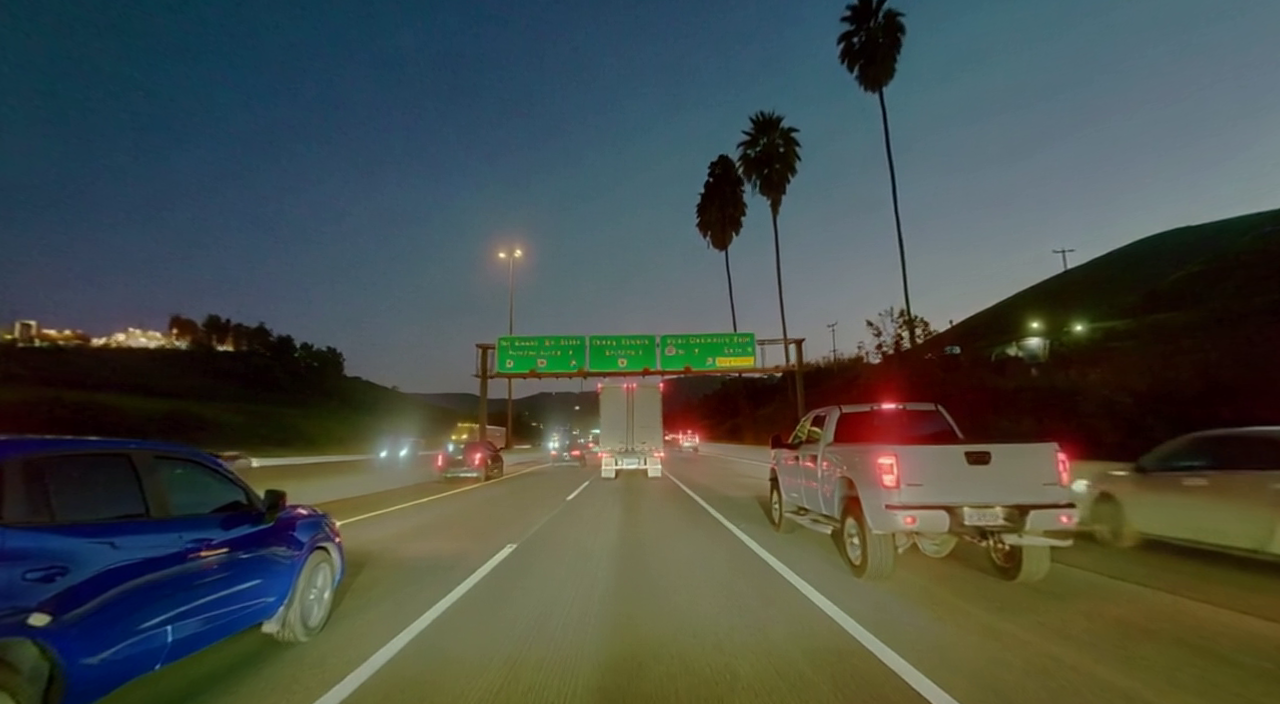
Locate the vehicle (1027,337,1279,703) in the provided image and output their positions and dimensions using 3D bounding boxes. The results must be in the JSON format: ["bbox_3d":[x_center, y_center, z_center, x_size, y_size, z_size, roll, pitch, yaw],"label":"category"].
[{"bbox_3d":[3.184,0.503,1.201,1.859,1.416,4.695,0,-9,-1],"label":"vehicle"}]

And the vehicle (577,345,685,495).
[{"bbox_3d":[-0.141,2.620,22.479,2.906,4.040,10.743,0,-9,1],"label":"vehicle"}]

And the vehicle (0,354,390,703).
[{"bbox_3d":[-3.218,1.053,3.594,1.885,1.654,4.103,0,-9,0],"label":"vehicle"}]

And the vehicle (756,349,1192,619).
[{"bbox_3d":[3.119,1.439,7.808,2.245,2.103,5.613,0,-9,-1],"label":"vehicle"}]

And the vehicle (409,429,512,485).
[{"bbox_3d":[-6.841,4.095,24.890,2.344,1.954,5.579,0,-9,1],"label":"vehicle"}]
